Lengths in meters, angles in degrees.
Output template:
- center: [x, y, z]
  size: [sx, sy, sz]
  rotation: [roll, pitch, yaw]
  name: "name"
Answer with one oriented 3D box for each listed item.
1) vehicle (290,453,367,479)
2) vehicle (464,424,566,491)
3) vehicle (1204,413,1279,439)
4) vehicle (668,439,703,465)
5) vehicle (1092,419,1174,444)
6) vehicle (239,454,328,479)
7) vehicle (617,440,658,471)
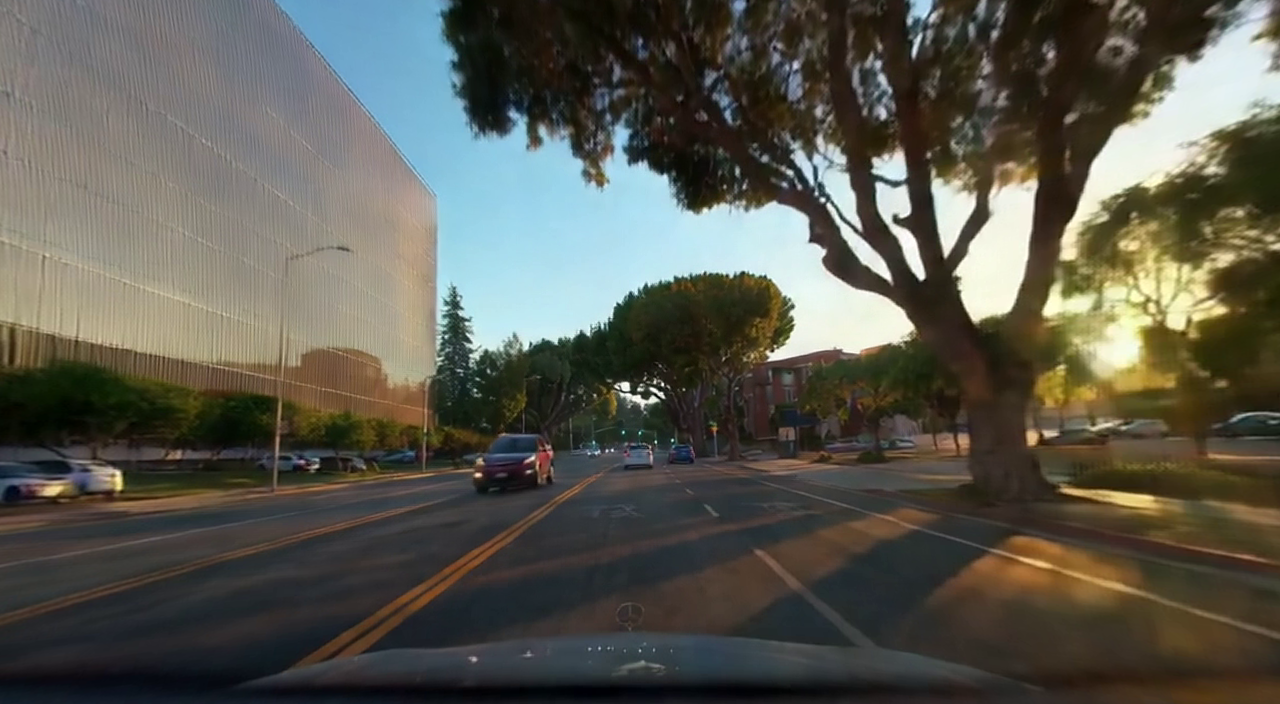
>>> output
- center: [-21.637, 7.907, 43.917]
  size: [4.351, 1.432, 2.037]
  rotation: [-3, -8, 1]
  name: "vehicle"
- center: [-3.963, 3.474, 21.121]
  size: [2.301, 1.946, 5.199]
  rotation: [0, -8, 1]
  name: "vehicle"
- center: [36.212, 4.373, 36.880]
  size: [4.482, 1.462, 1.943]
  rotation: [0, -8, -1]
  name: "vehicle"
- center: [3.239, 7.238, 45.659]
  size: [2.189, 1.766, 4.495]
  rotation: [0, -8, 0]
  name: "vehicle"
- center: [36.906, 5.988, 47.290]
  size: [4.343, 1.714, 1.983]
  rotation: [-2, -8, 2]
  name: "vehicle"
- center: [-22.058, 7.082, 39.113]
  size: [4.243, 1.478, 2.035]
  rotation: [1, -8, -5]
  name: "vehicle"
- center: [-0.116, 5.613, 34.384]
  size: [2.109, 1.612, 3.963]
  rotation: [0, -8, 0]
  name: "vehicle"
